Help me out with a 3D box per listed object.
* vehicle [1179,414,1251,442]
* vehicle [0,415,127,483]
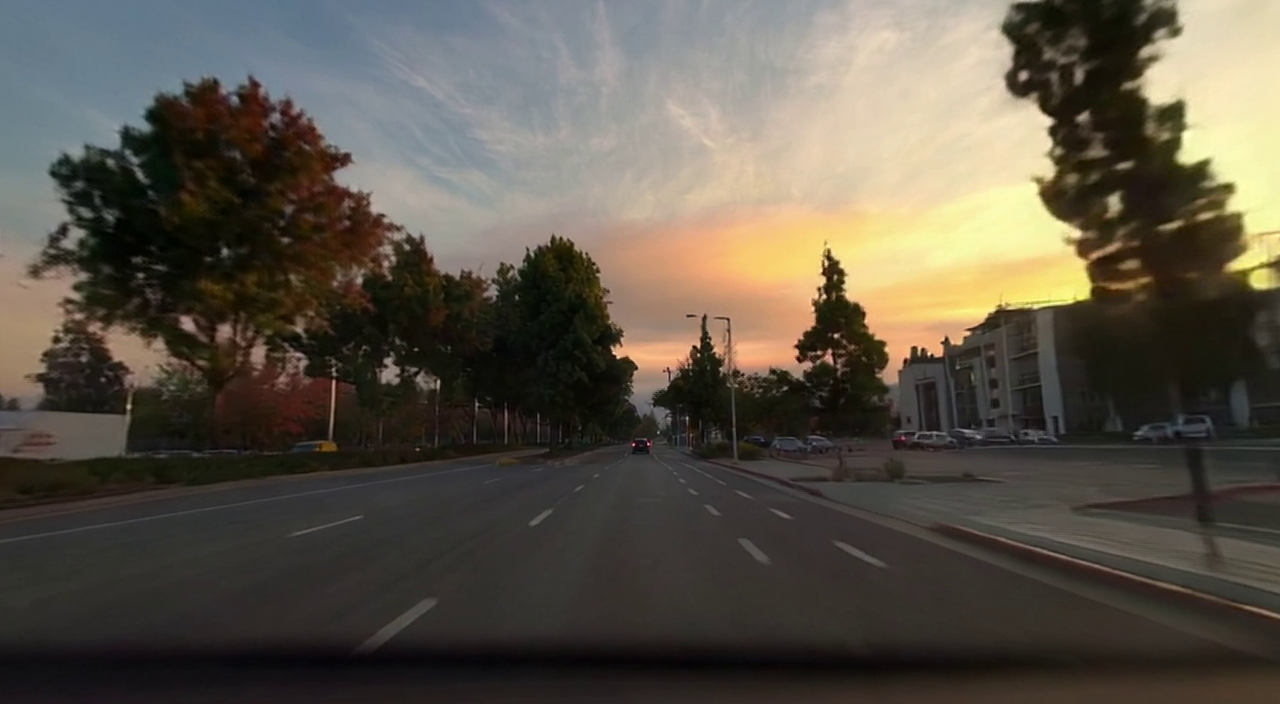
[{"bbox_3d":[44.396,5.917,48.656,5.546,2.037,2.222,4,-9,-29],"label":"vehicle"},{"bbox_3d":[-39.205,6.142,39.887,3.190,3.960,12.082,0,-8,1],"label":"vehicle"}]
